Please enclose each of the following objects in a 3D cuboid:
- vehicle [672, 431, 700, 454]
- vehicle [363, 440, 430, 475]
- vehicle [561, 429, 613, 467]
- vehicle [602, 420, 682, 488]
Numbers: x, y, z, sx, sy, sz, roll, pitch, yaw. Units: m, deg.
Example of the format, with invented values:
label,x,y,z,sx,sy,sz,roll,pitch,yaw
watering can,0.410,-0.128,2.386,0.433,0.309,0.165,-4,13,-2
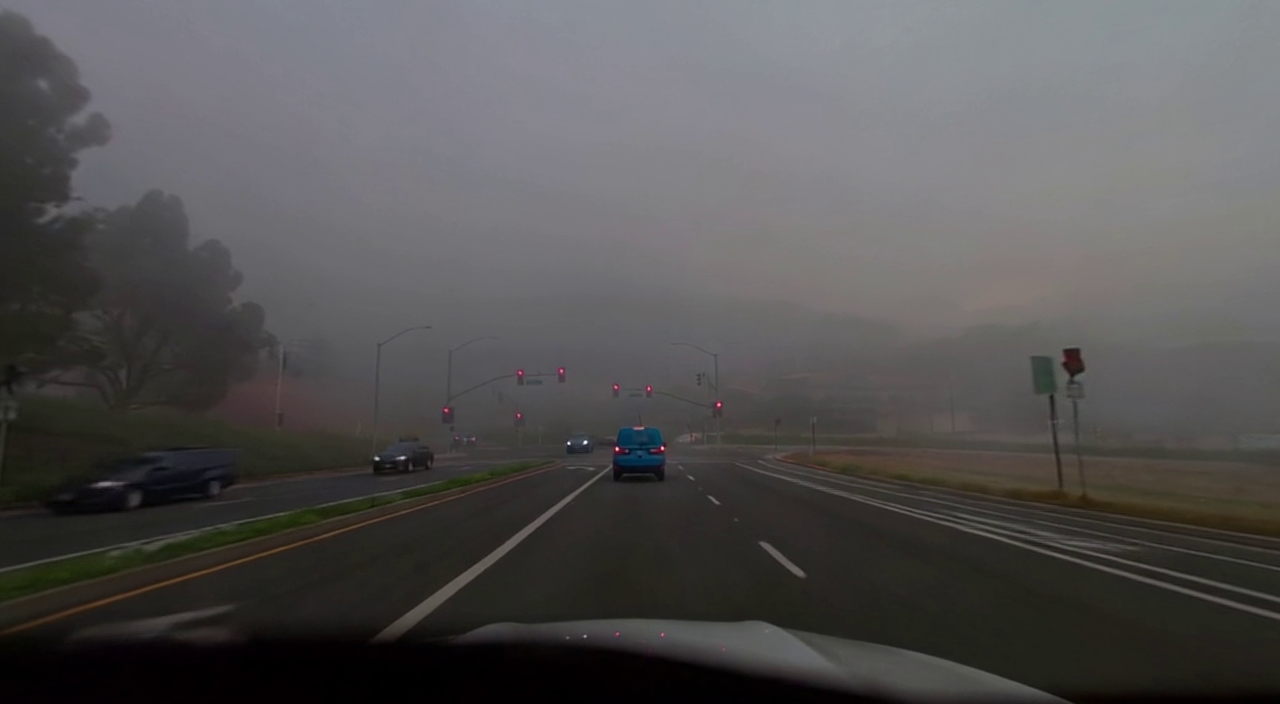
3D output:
label,x,y,z,sx,sy,sz,roll,pitch,yaw
vehicle,3.522,7.017,48.826,1.817,1.662,3.843,0,-9,-1
vehicle,-11.182,4.836,29.232,1.991,1.469,4.596,1,-9,-10
vehicle,-2.608,4.882,32.105,2.131,1.783,4.540,-1,-9,1
vehicle,0.087,3.110,19.453,2.185,1.822,4.391,-1,-9,1
